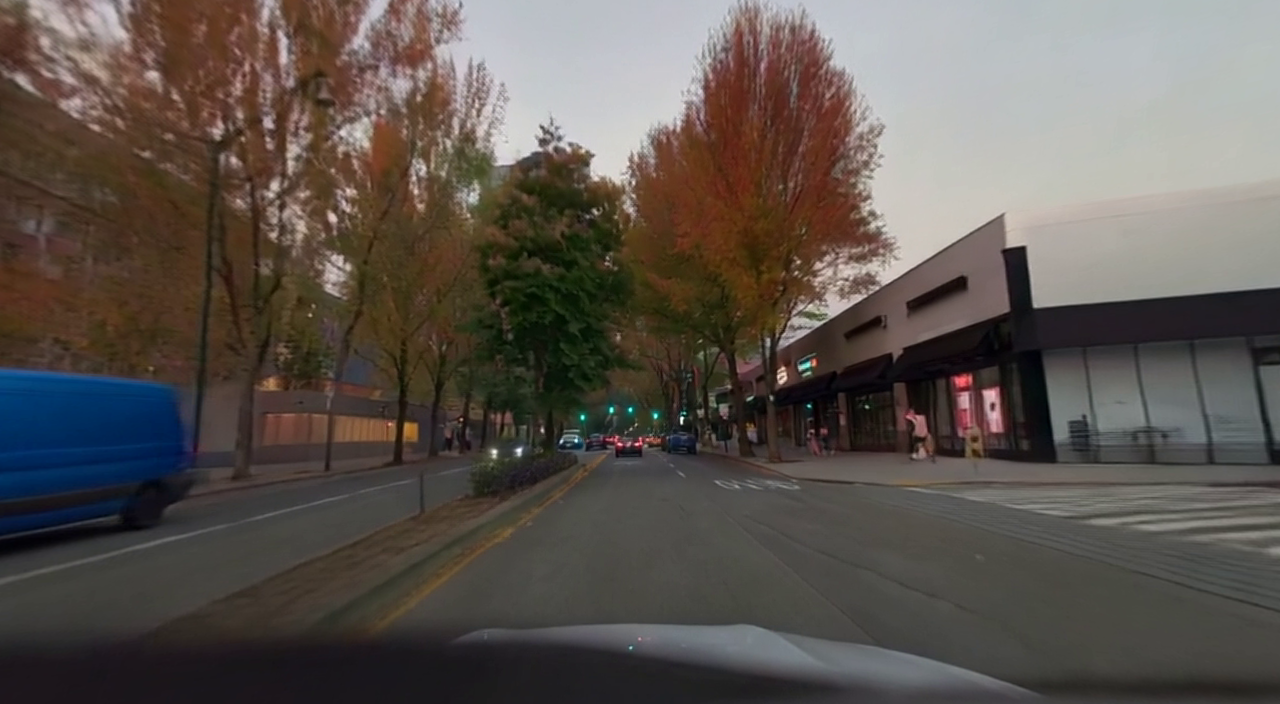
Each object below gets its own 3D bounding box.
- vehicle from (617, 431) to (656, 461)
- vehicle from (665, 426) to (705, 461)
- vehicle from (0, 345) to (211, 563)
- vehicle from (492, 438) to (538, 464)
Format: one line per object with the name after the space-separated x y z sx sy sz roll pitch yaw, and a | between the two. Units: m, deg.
-0.264 5.733 38.651 2.274 1.736 4.083 0 -8 -1 | vehicle
2.685 5.547 38.351 2.147 1.968 4.478 0 -8 0 | vehicle
-8.897 1.343 8.379 2.348 2.588 5.860 0 -8 -2 | vehicle
-7.600 6.009 38.621 2.121 1.489 4.430 0 -8 -4 | vehicle
